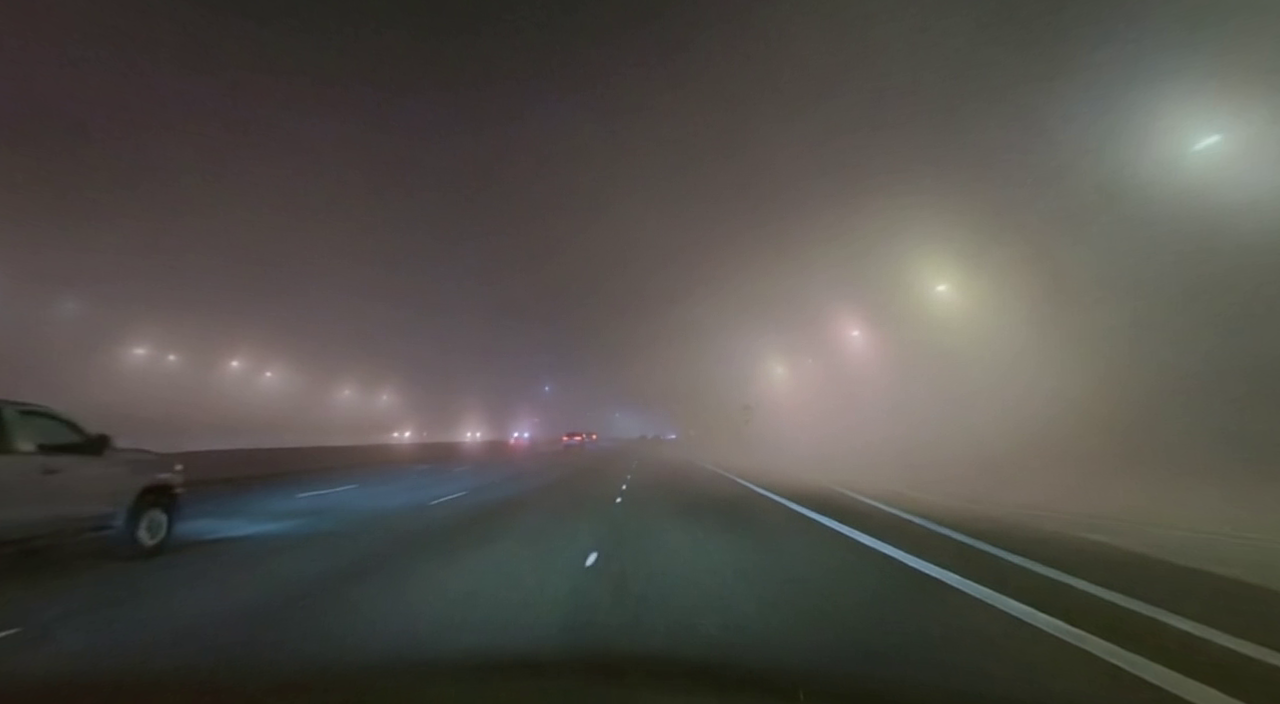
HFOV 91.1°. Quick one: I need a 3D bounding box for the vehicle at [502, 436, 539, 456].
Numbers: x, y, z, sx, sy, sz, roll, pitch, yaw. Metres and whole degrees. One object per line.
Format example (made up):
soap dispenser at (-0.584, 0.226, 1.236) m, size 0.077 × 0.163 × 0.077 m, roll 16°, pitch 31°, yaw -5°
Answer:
vehicle at (-9.189, 7.259, 48.754) m, size 1.976 × 1.413 × 4.088 m, roll 0°, pitch -8°, yaw 2°
